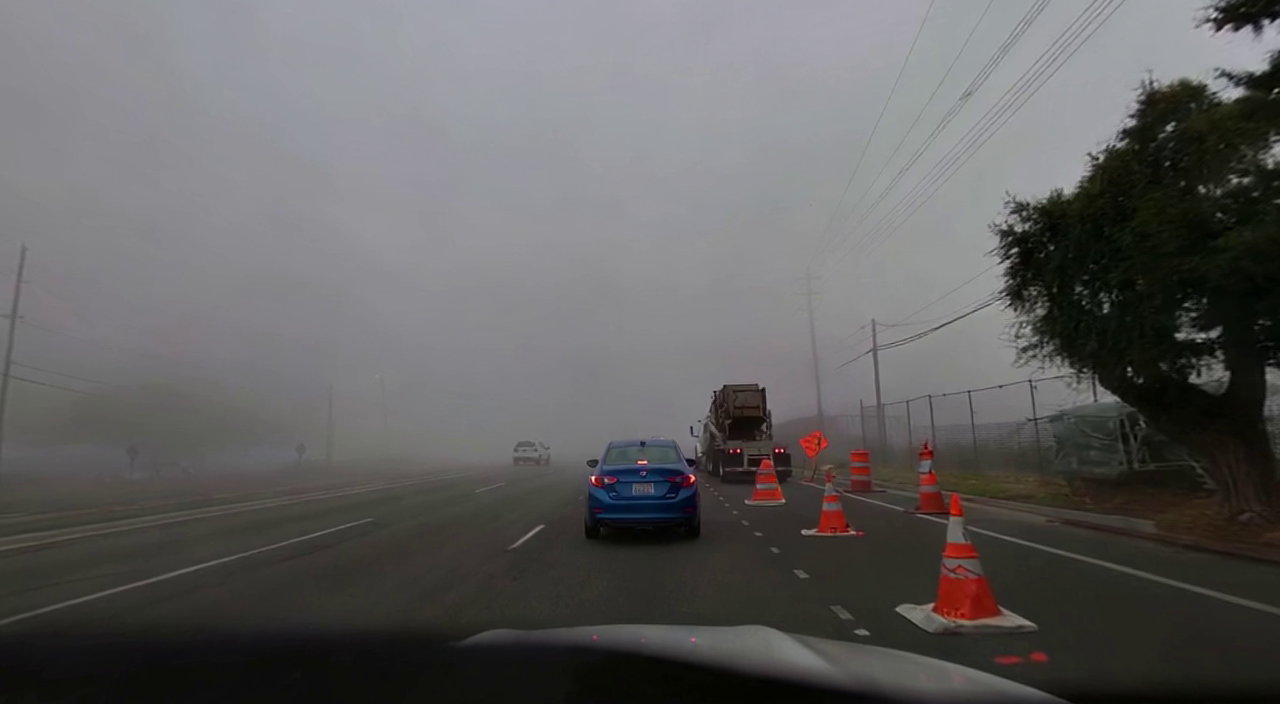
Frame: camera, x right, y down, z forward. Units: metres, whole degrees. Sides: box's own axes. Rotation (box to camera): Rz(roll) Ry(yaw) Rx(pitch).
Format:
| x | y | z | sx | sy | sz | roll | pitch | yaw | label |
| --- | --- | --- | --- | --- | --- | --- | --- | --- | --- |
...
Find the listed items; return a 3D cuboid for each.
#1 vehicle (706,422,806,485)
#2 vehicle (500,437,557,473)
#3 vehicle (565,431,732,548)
| x | y | z | sx | sy | sz | roll | pitch | yaw | label |
| --- | --- | --- | --- | --- | --- | --- | --- | --- | --- |
| 4.038 | 3.721 | 23.394 | 2.555 | 2.017 | 6.201 | 0 | -8 | 0 | vehicle |
| -5.639 | 5.270 | 32.467 | 1.963 | 1.721 | 4.467 | -1 | -8 | 2 | vehicle |
| 0.107 | 2.083 | 10.249 | 2.128 | 1.473 | 4.272 | 0 | -8 | 0 | vehicle |
